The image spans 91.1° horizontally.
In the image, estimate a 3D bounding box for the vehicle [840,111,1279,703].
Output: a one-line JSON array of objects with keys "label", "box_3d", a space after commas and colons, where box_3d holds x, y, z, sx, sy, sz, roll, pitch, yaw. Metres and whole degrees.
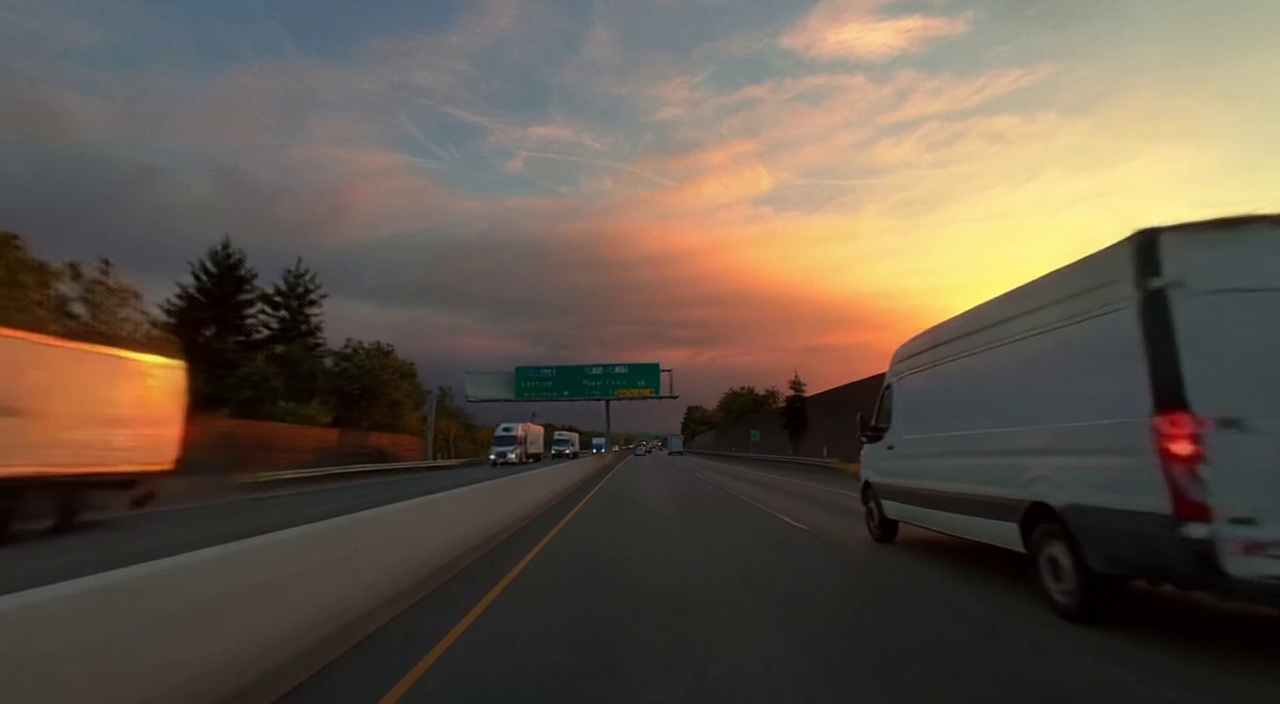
[{"label": "vehicle", "box_3d": [4.069, 0.639, 4.984, 2.449, 2.805, 6.763, 0, -9, -2]}]

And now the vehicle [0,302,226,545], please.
[{"label": "vehicle", "box_3d": [-12.526, 1.061, 9.673, 3.050, 4.132, 13.617, 0, -9, 0]}]
